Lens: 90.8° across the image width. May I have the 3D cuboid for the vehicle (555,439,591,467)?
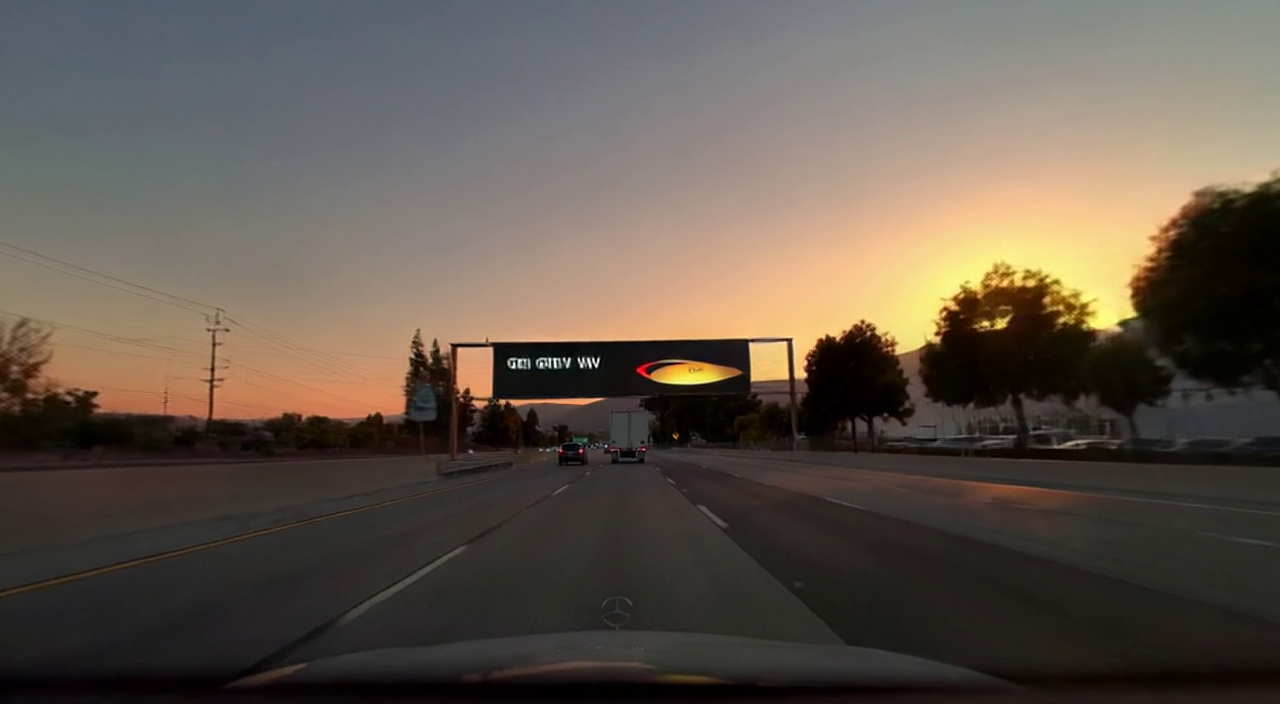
[{"bbox_3d":[-4.794,7.332,45.933,2.095,1.930,4.680,0,-9,0],"label":"vehicle"}]

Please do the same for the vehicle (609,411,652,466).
[{"bbox_3d":[-0.635,6.859,49.488,3.000,3.786,11.740,0,-9,0],"label":"vehicle"}]
